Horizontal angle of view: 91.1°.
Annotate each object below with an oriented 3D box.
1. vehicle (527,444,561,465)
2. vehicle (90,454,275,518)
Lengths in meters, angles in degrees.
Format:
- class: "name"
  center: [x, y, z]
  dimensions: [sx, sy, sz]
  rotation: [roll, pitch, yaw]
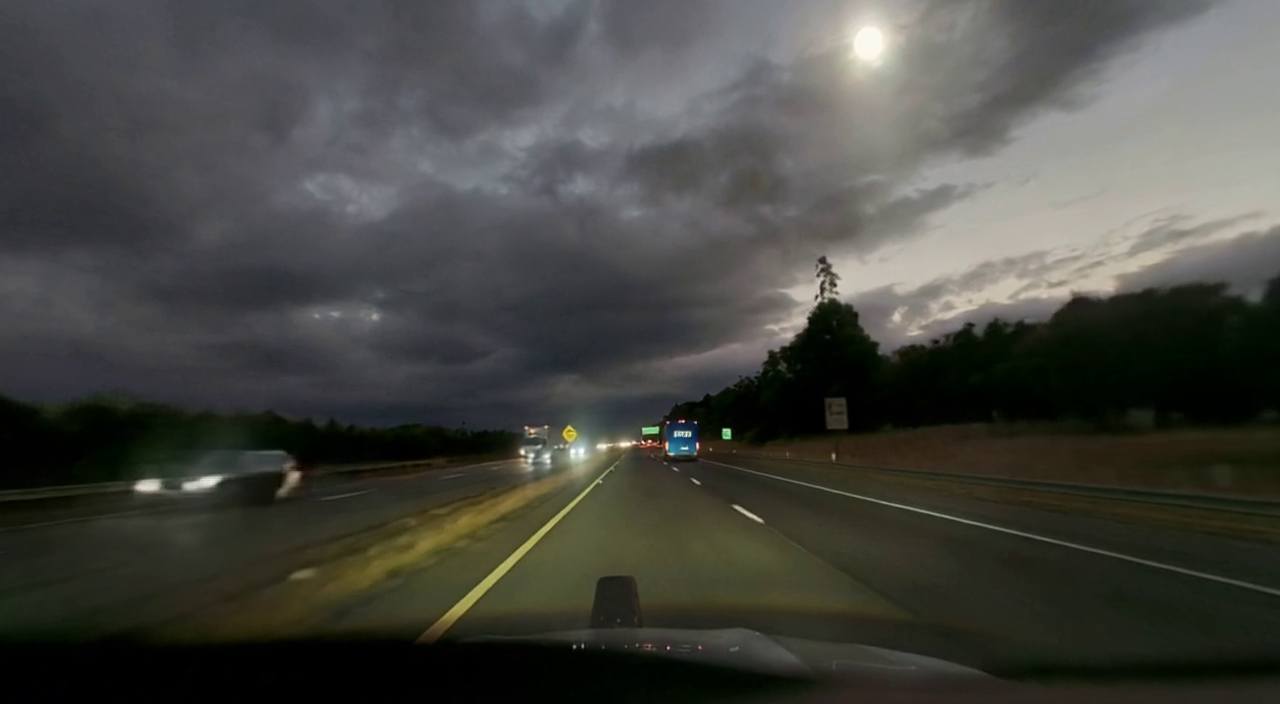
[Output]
- class: "vehicle"
  center: [-7.504, 8.075, 49.671]
  dimensions: [1.992, 1.492, 4.794]
  rotation: [0, -9, 0]
- class: "vehicle"
  center: [-12.460, 3.622, 17.559]
  dimensions: [1.926, 1.505, 4.237]
  rotation: [0, -9, 1]
